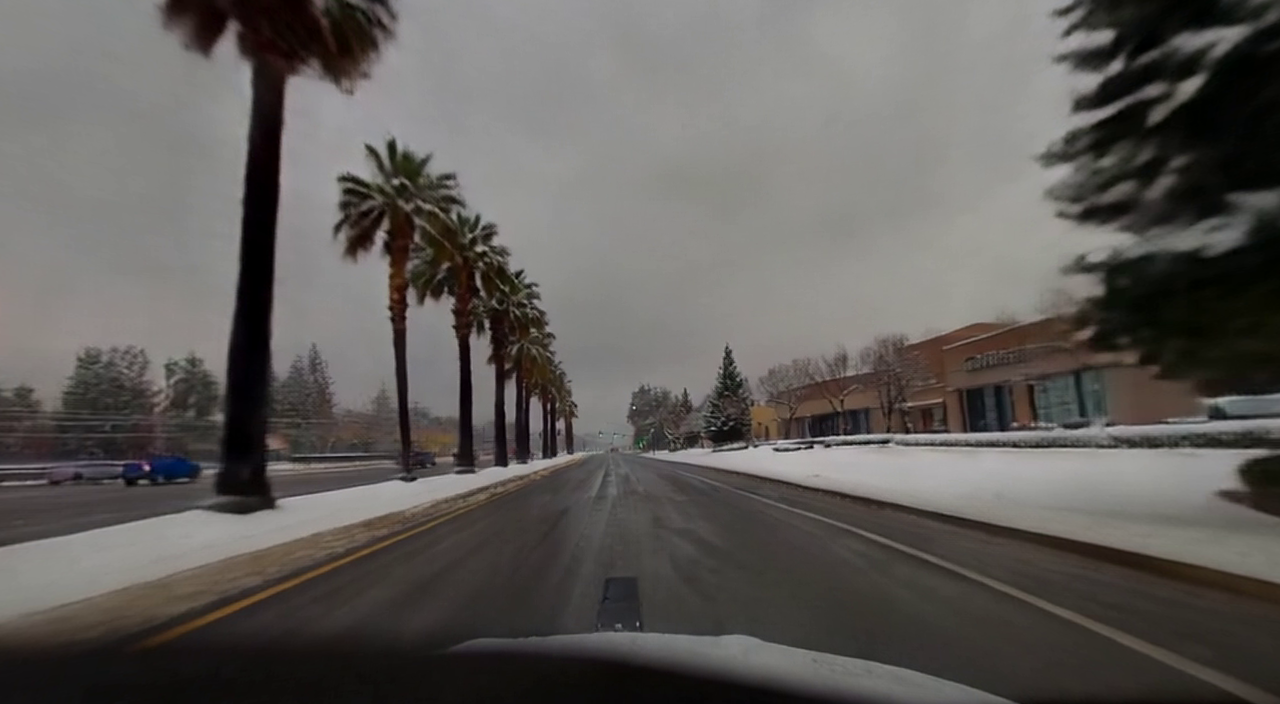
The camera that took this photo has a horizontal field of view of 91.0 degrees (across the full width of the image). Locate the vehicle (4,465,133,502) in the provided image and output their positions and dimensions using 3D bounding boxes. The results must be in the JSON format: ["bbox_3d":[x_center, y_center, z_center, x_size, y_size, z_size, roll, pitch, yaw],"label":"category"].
[{"bbox_3d":[-26.003,5.963,28.916,1.915,1.485,4.389,0,-9,-3],"label":"vehicle"}]

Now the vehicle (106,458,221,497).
[{"bbox_3d":[-22.198,5.815,29.613,1.994,1.652,4.570,0,-9,-3],"label":"vehicle"}]
